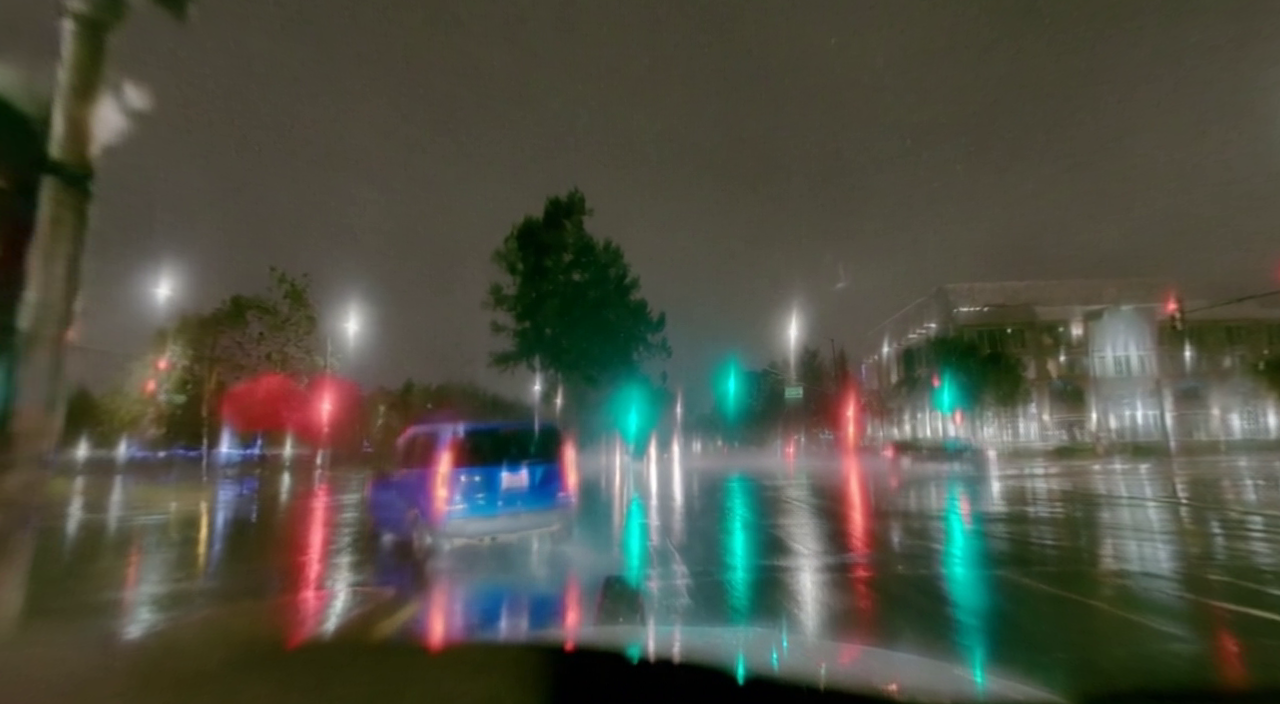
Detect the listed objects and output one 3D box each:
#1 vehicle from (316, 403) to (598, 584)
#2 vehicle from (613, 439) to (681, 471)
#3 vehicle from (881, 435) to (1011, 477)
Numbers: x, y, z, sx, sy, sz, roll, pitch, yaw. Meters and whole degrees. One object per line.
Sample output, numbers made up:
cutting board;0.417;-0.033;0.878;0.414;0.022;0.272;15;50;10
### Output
vehicle;-2.648;1.747;8.605;2.085;1.807;4.038;7;-11;-41
vehicle;0.311;5.768;35.552;1.998;1.674;4.652;4;-9;-24
vehicle;12.443;4.235;25.922;4.529;1.604;2.130;-4;-9;25
